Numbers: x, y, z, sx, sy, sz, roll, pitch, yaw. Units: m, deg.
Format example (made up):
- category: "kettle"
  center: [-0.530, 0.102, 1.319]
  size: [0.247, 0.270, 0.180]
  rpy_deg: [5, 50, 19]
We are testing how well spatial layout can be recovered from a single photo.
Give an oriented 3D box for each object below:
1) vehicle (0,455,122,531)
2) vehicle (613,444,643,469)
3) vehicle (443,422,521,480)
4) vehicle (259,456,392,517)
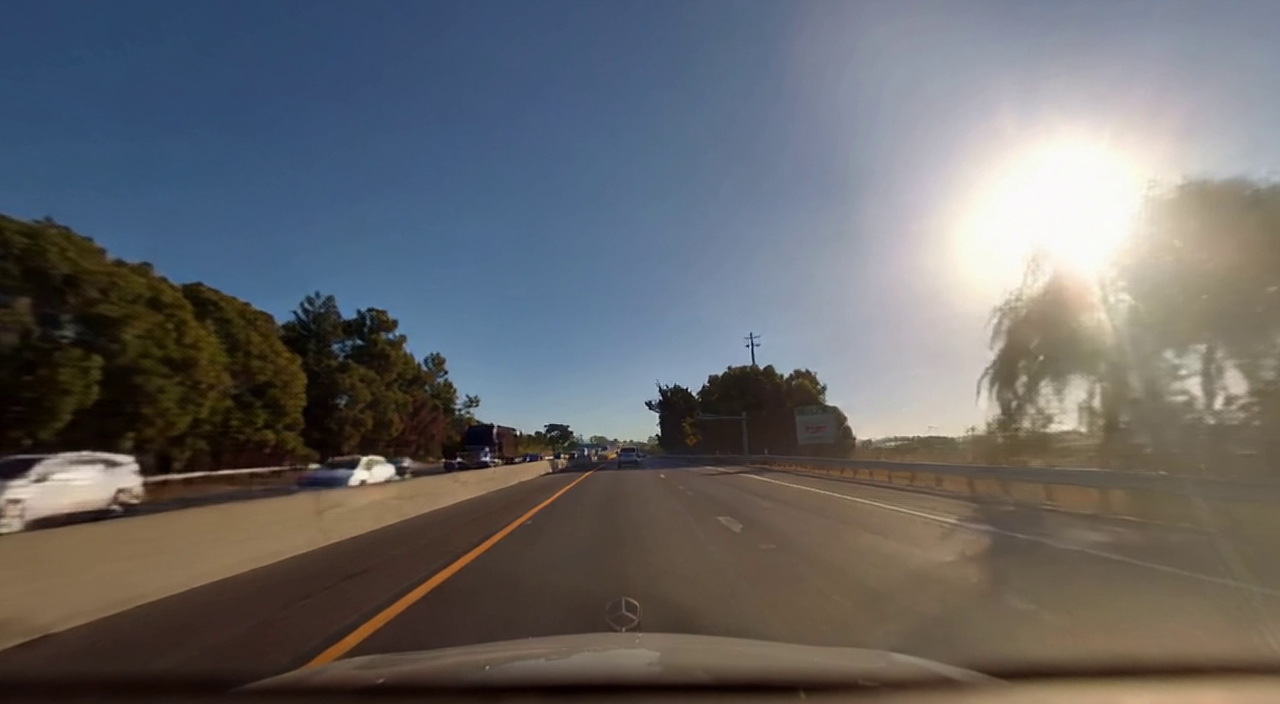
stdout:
- category: "vehicle"
  center: [-14.303, 3.165, 14.315]
  size: [1.808, 1.545, 3.611]
  rpy_deg: [0, -9, -1]
- category: "vehicle"
  center: [-0.869, 7.607, 45.862]
  size: [2.098, 1.692, 4.038]
  rpy_deg: [0, -9, -1]
- category: "vehicle"
  center: [-9.683, 6.187, 39.350]
  size: [2.789, 3.216, 7.867]
  rpy_deg: [0, -9, 0]
- category: "vehicle"
  center: [-8.887, 3.790, 18.131]
  size: [1.852, 1.487, 3.890]
  rpy_deg: [0, -9, -1]
